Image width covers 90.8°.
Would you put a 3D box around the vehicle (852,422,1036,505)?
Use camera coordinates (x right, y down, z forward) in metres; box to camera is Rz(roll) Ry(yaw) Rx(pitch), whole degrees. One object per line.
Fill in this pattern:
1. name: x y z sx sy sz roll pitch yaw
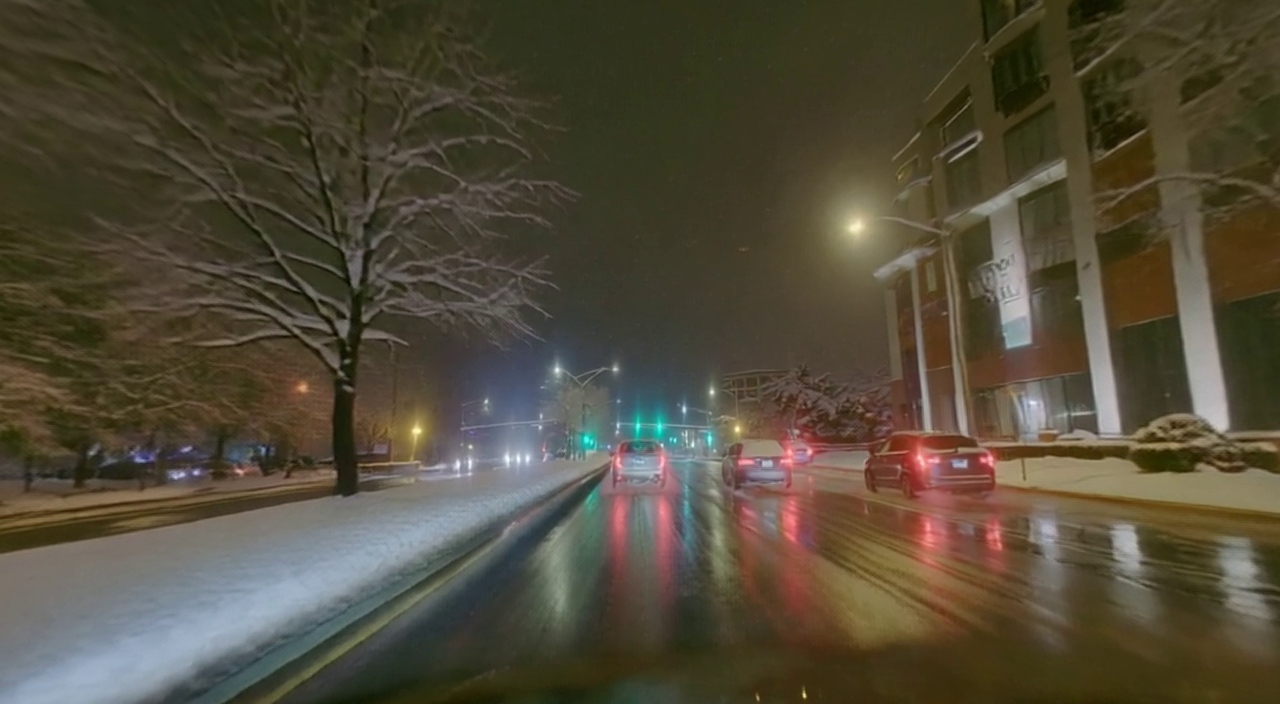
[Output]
1. vehicle: 7.186 2.701 15.664 2.052 1.708 4.842 0 -9 -1

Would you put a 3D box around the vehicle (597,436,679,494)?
1. vehicle: -0.091 3.186 18.227 2.101 1.444 4.248 0 -9 -1

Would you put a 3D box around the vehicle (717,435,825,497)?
1. vehicle: 3.431 3.068 17.383 1.993 1.477 4.240 0 -9 -1
